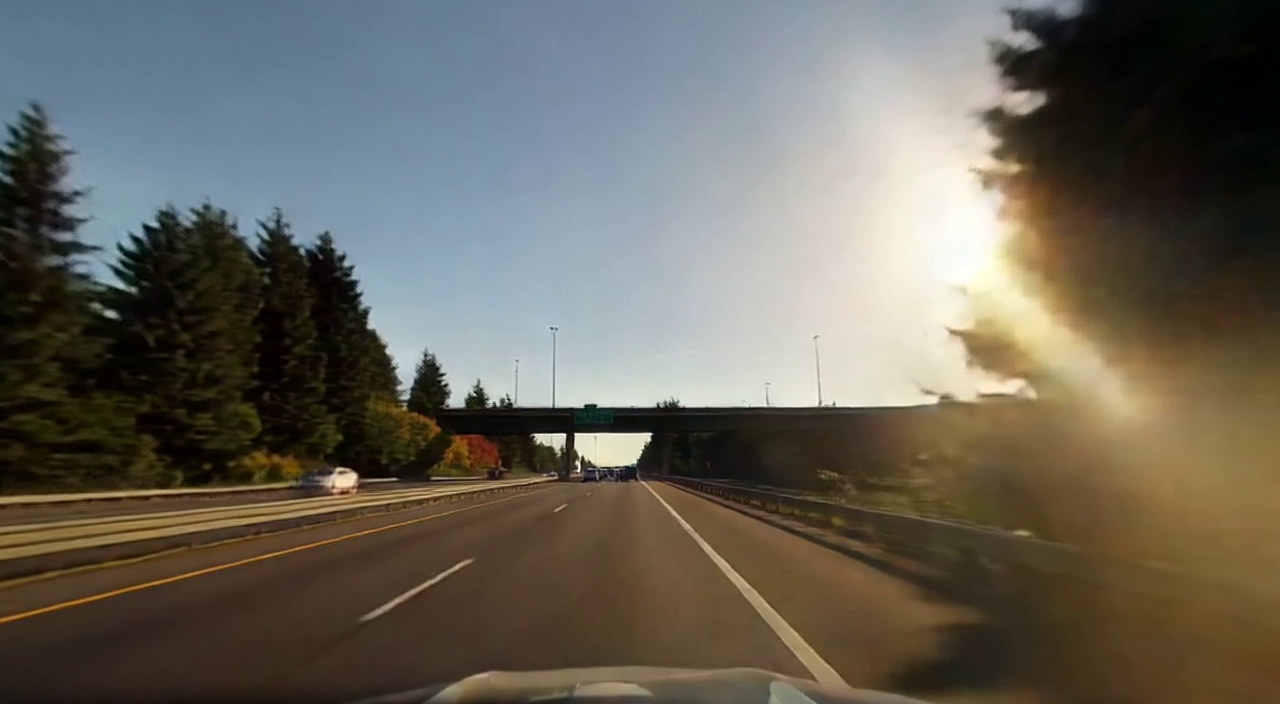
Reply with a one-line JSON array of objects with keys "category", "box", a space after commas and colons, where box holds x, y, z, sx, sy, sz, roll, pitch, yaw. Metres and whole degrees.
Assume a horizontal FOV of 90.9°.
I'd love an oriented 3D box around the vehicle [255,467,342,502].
[{"category": "vehicle", "box": [-17.081, 6.619, 31.765, 1.964, 1.590, 4.242, 1, -11, 0]}]
